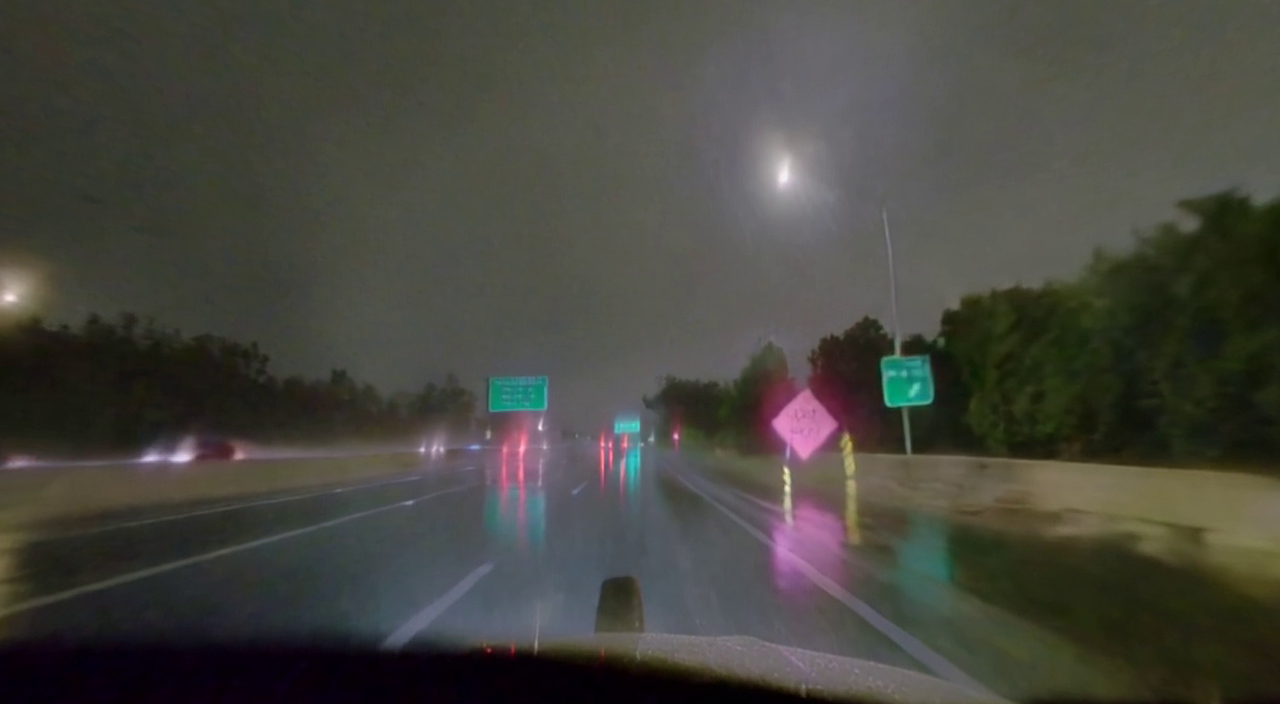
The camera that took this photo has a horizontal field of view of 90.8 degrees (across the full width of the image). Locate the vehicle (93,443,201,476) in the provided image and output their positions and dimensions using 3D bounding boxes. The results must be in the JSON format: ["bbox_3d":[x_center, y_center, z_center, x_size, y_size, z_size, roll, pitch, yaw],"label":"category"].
[{"bbox_3d":[-24.830,5.412,32.041,1.863,1.515,4.482,0,-8,-1],"label":"vehicle"}]

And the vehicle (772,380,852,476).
[{"bbox_3d":[6.736,3.027,25.001,2.397,3.584,2.509,0,-8,1],"label":"vehicle"}]
